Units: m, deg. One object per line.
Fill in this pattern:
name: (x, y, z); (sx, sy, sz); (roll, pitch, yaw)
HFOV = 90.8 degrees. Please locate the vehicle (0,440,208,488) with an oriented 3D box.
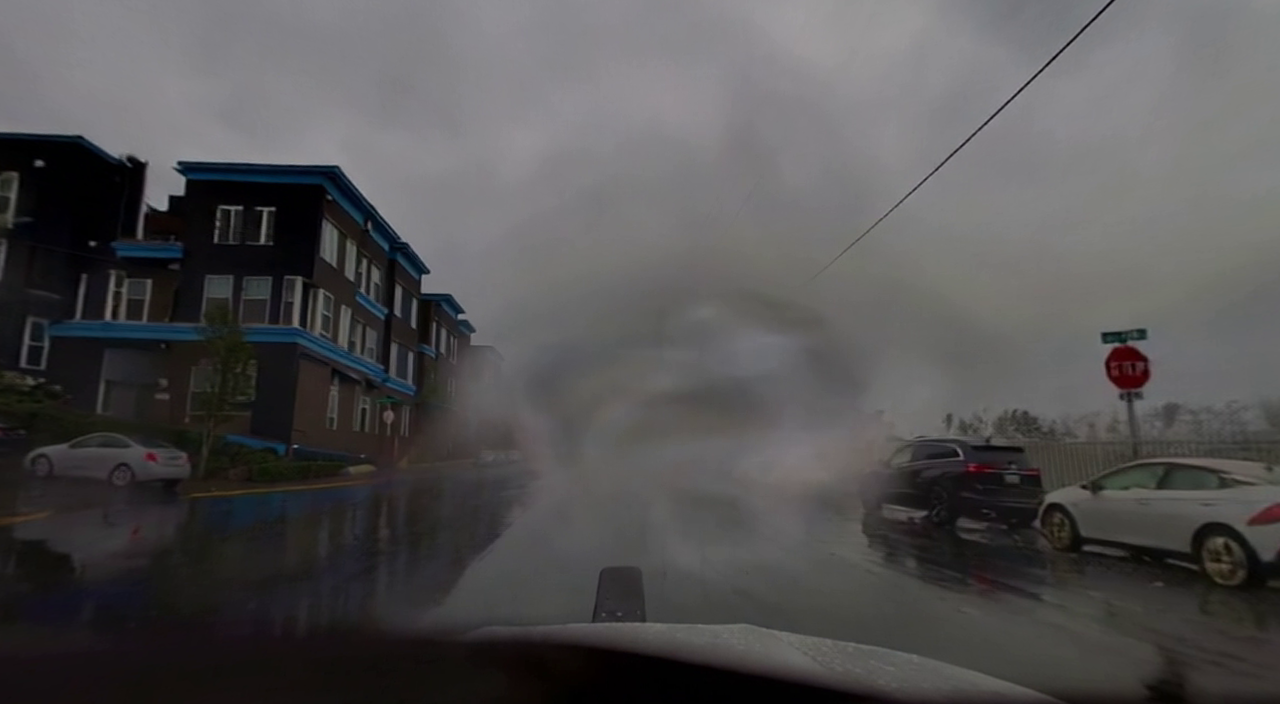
vehicle: (-16.407, 3.407, 19.490); (4.603, 1.335, 1.889); (2, -9, -14)

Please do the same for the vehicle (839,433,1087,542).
vehicle: (5.978, 2.516, 12.591); (1.917, 1.704, 4.840); (1, -8, -7)

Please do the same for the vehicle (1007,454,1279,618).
vehicle: (6.469, 1.885, 7.185); (1.900, 1.368, 4.176); (1, -8, -3)

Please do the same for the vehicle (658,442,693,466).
vehicle: (2.729, 8.012, 49.708); (2.386, 1.752, 4.376); (0, -8, -3)

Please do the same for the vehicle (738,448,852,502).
vehicle: (5.032, 4.034, 21.313); (2.122, 1.554, 4.777); (1, -8, -7)
